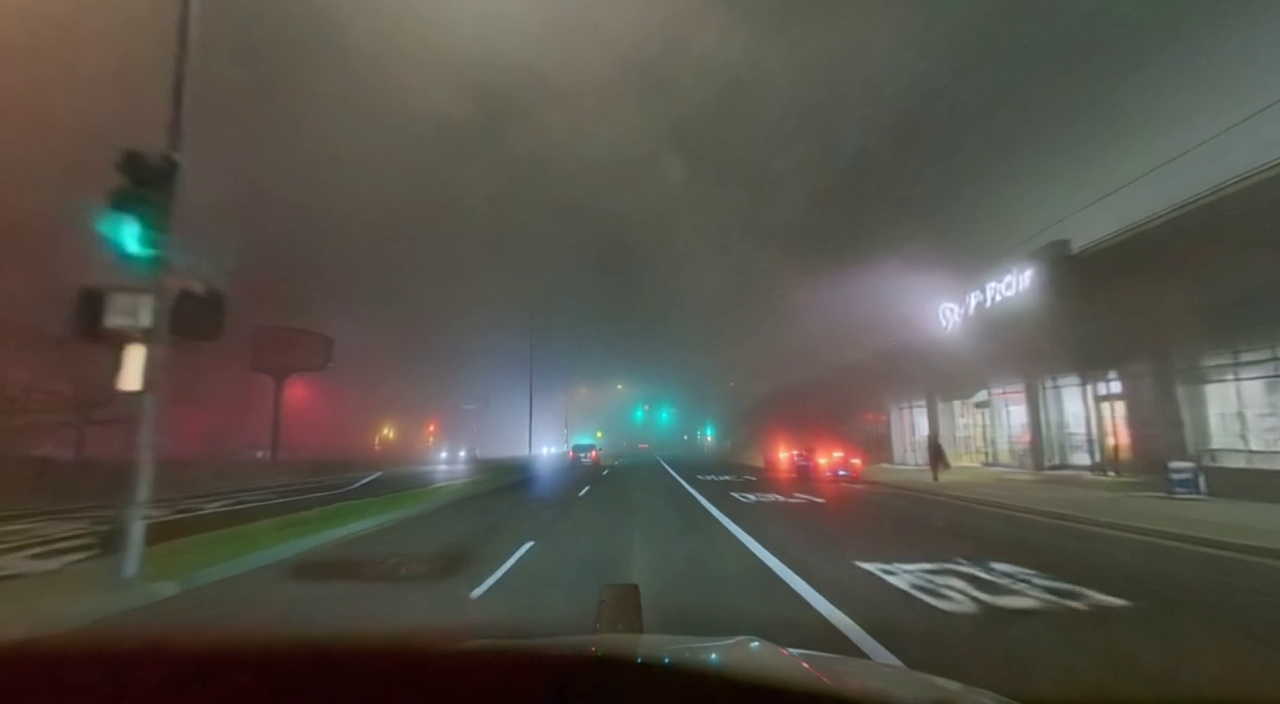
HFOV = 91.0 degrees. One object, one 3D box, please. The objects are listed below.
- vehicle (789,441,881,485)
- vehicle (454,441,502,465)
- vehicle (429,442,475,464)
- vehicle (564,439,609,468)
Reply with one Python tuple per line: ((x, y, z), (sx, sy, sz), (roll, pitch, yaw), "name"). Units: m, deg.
((7.325, 4.199, 24.223), (1.968, 1.493, 4.878), (0, -9, 0), "vehicle")
((-10.581, 6.650, 41.458), (2.051, 1.492, 4.132), (0, -9, 0), "vehicle")
((-13.528, 7.283, 45.484), (1.839, 1.465, 4.523), (0, -9, 1), "vehicle")
((-2.909, 5.613, 34.922), (2.078, 1.471, 4.217), (0, -9, 0), "vehicle")
